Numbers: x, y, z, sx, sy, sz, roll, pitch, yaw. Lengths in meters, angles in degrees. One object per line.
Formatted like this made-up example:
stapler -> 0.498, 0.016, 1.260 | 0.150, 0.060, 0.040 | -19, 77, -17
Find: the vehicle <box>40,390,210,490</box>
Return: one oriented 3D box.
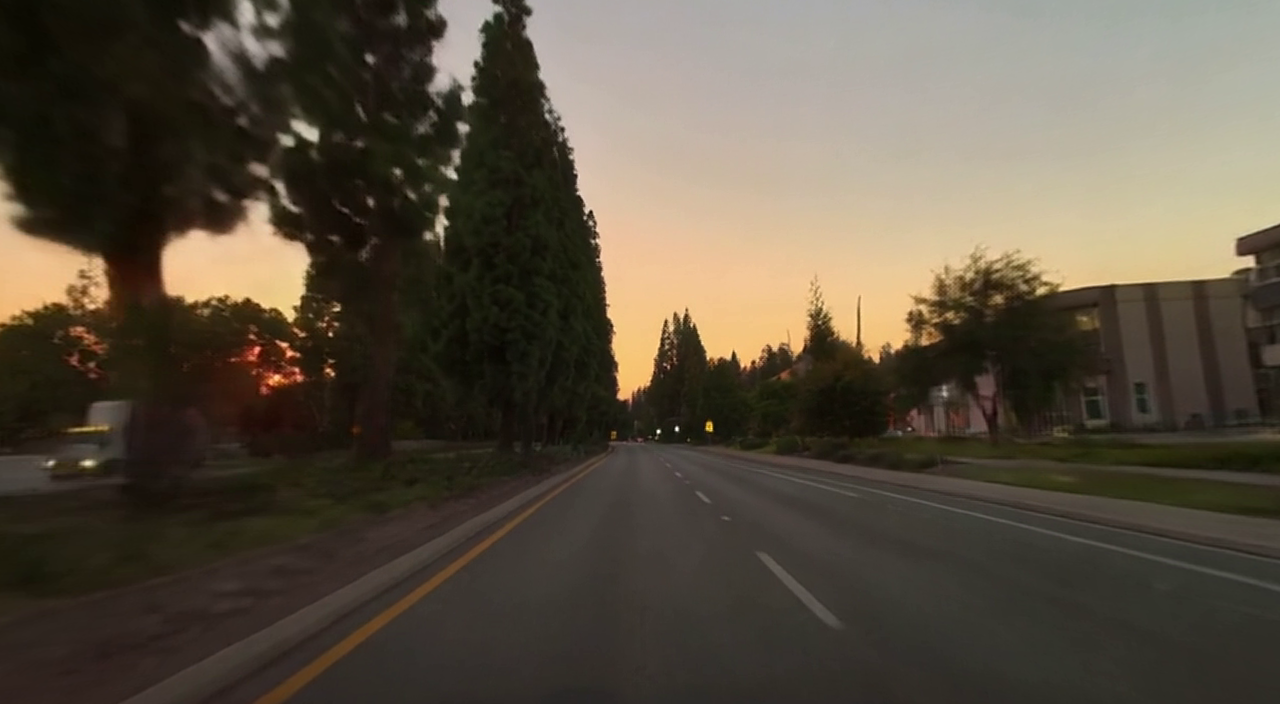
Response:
vehicle -> -17.388, 2.981, 21.687 | 2.575, 2.950, 4.003 | -3, -7, -3
